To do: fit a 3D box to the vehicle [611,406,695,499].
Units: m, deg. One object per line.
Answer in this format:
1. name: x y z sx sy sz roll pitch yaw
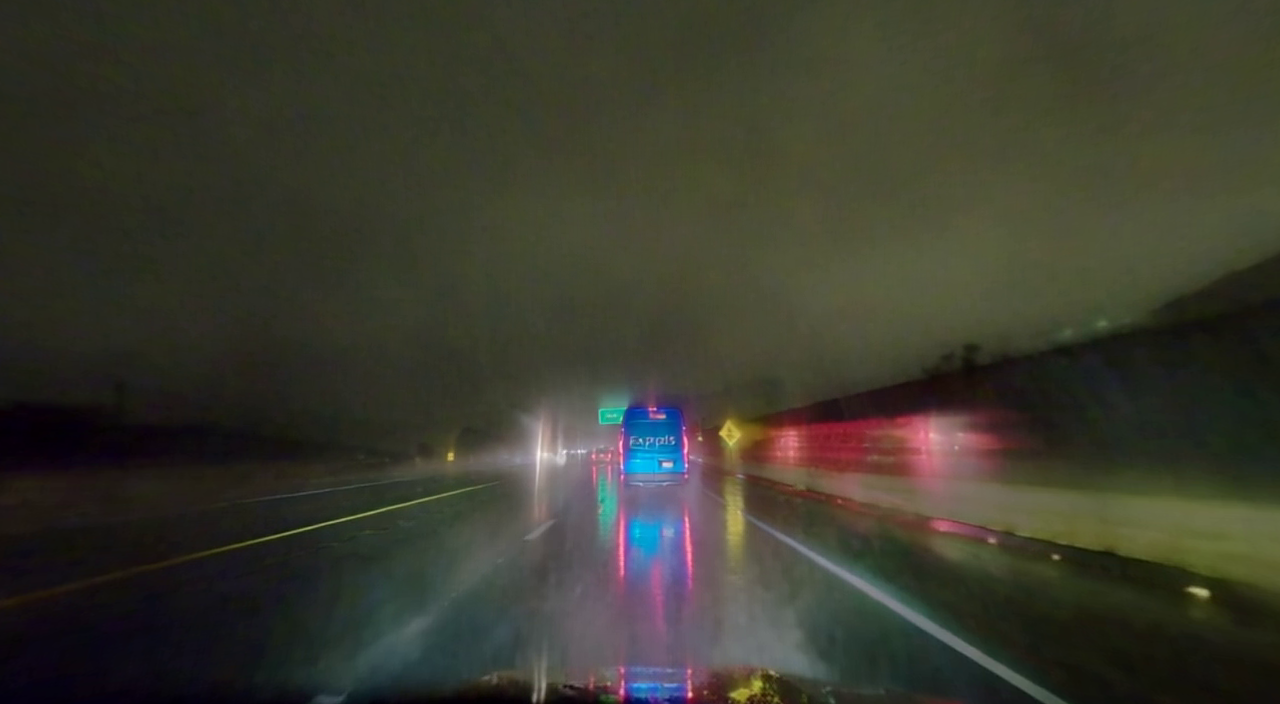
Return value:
1. vehicle: 0.290 3.203 20.287 2.332 2.558 5.314 0 -9 -2
